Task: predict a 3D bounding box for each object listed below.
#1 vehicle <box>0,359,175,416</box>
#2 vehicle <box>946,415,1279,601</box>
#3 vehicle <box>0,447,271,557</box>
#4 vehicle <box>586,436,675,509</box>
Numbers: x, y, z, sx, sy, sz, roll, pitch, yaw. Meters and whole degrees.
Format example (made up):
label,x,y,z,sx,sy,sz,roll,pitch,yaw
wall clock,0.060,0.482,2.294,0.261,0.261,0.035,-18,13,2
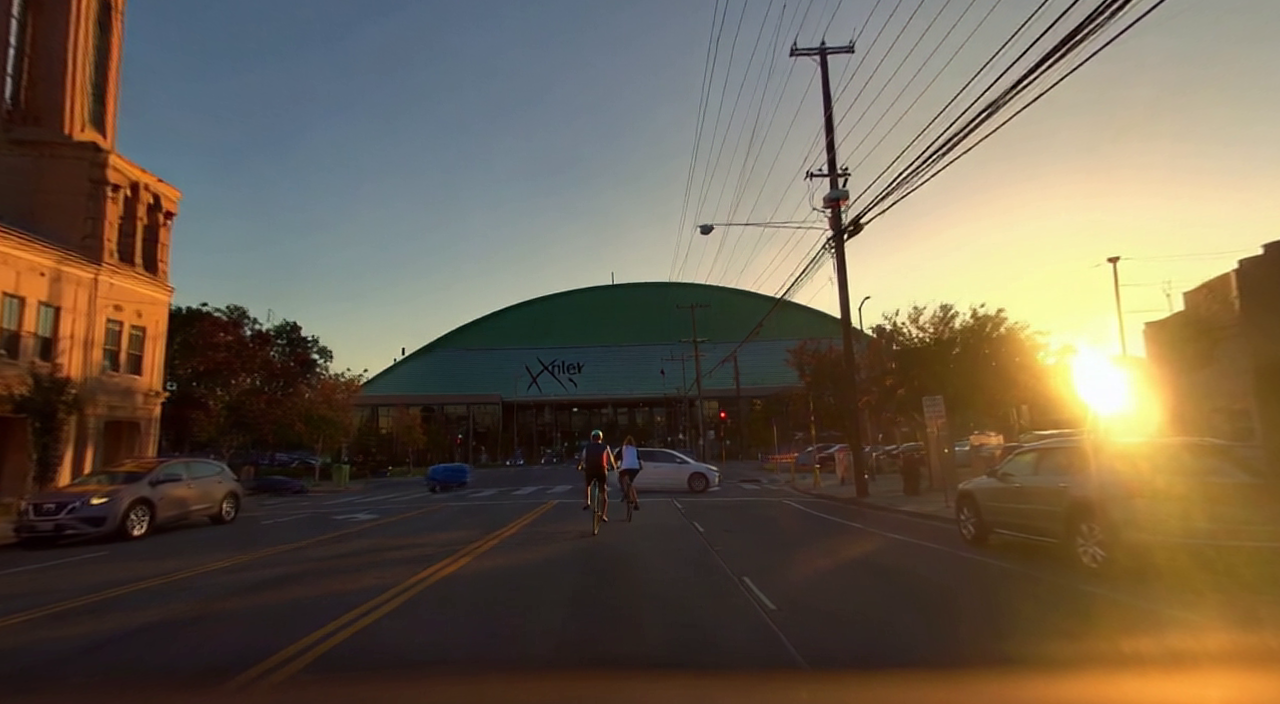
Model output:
label,x,y,z,sx,sy,sz,roll,pitch,yaw
vehicle,-17.100,1.144,19.699,3.685,1.584,1.708,1,-9,-3
vehicle,5.822,1.749,7.945,1.873,1.714,3.979,0,-8,-1
vehicle,-10.234,2.918,13.228,2.075,1.816,4.900,0,-8,-1
vehicle,-0.189,3.284,17.665,2.190,1.783,4.048,0,-8,1
